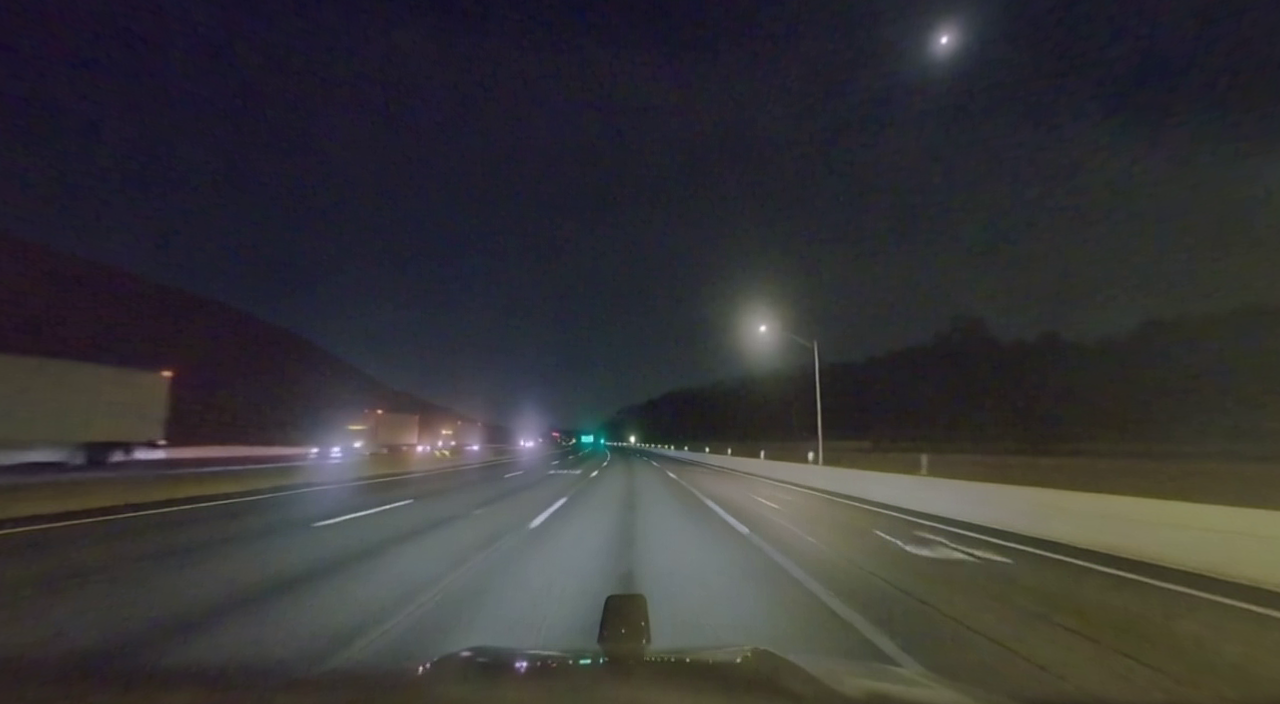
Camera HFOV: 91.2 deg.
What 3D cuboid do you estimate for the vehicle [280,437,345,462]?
[{"bbox_3d":[-21.321,6.355,41.083,1.829,1.517,4.576,0,-9,-1],"label":"vehicle"}]

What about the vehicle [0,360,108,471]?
[{"bbox_3d":[-25.188,1.974,20.850,2.903,4.069,13.982,0,-9,-1],"label":"vehicle"}]
